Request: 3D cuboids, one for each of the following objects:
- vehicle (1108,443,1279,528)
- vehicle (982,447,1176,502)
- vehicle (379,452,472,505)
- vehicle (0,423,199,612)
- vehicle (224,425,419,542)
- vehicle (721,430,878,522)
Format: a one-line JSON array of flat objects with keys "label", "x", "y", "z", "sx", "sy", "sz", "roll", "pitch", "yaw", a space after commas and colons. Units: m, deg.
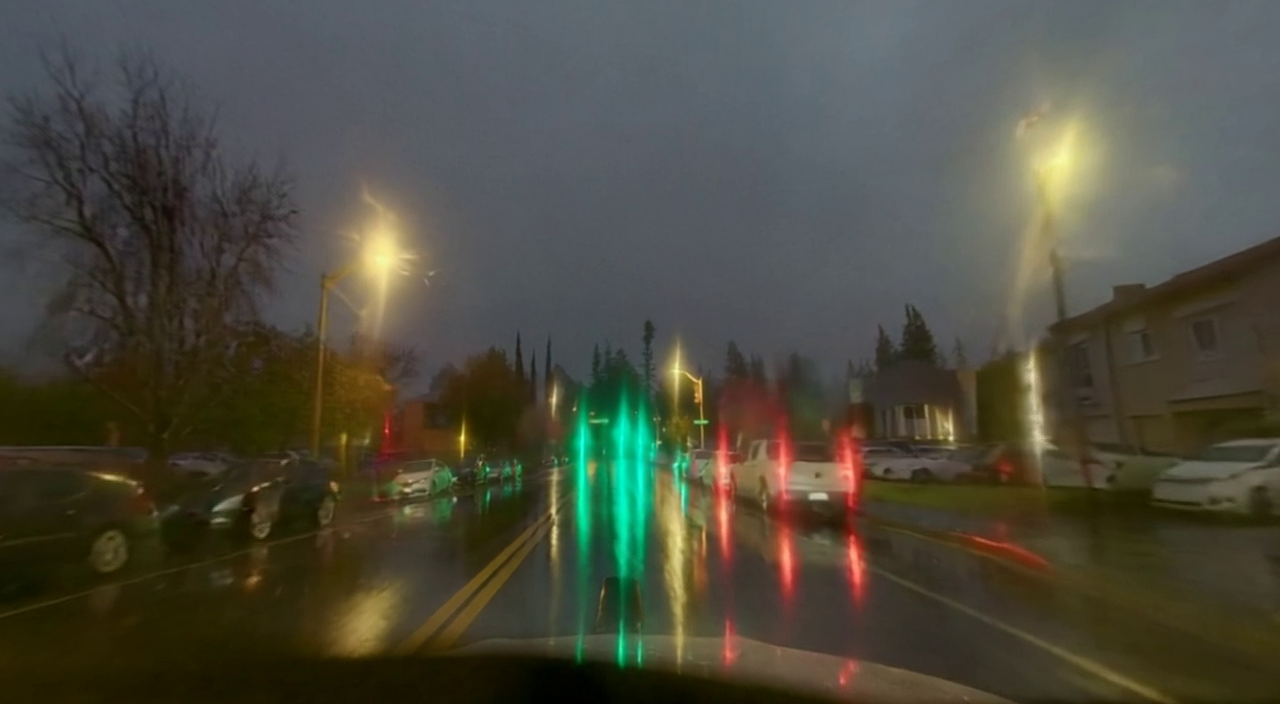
[{"label": "vehicle", "x": 12.152, "y": 2.620, "z": 12.459, "sx": 4.265, "sy": 1.454, "sz": 2.065, "roll": 2, "pitch": -9, "yaw": -3}, {"label": "vehicle", "x": 12.019, "y": 3.345, "z": 17.499, "sx": 3.965, "sy": 1.403, "sz": 1.840, "roll": 0, "pitch": -9, "yaw": -2}, {"label": "vehicle", "x": -7.846, "y": 4.627, "z": 23.624, "sx": 2.113, "sy": 1.486, "sz": 4.774, "roll": -2, "pitch": -7, "yaw": -4}, {"label": "vehicle", "x": -7.436, "y": 1.709, "z": 6.436, "sx": 2.171, "sy": 1.838, "sz": 5.344, "roll": -1, "pitch": -11, "yaw": -3}, {"label": "vehicle", "x": -7.582, "y": 3.042, "z": 15.876, "sx": 2.382, "sy": 2.223, "sz": 5.472, "roll": -3, "pitch": -6, "yaw": -4}, {"label": "vehicle", "x": 3.625, "y": 2.958, "z": 15.773, "sx": 2.255, "sy": 1.863, "sz": 5.629, "roll": 0, "pitch": -9, "yaw": -2}]
